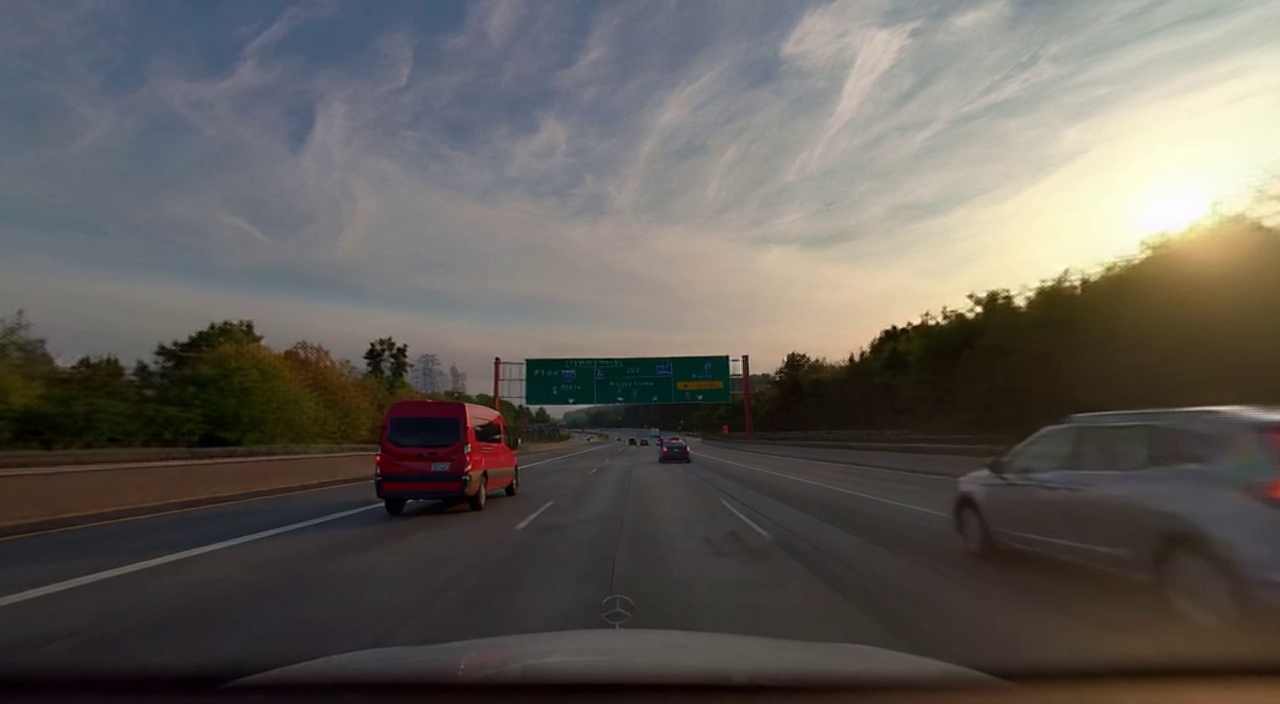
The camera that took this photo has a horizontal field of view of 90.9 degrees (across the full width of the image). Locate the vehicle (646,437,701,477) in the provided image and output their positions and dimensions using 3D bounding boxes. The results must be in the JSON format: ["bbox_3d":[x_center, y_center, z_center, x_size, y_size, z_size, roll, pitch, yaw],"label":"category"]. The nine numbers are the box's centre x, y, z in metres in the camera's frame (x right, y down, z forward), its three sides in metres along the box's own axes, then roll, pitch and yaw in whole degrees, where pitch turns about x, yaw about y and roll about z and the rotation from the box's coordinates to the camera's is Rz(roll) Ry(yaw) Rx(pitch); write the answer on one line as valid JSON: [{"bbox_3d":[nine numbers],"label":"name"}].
[{"bbox_3d":[1.262,4.148,25.381,2.020,1.464,3.803,0,-8,0],"label":"vehicle"}]

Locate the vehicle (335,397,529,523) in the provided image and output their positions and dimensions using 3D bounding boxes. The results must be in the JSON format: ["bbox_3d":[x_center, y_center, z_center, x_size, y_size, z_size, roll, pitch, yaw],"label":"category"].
[{"bbox_3d":[-3.884,2.113,12.986,2.275,2.053,5.082,0,-8,-1],"label":"vehicle"}]

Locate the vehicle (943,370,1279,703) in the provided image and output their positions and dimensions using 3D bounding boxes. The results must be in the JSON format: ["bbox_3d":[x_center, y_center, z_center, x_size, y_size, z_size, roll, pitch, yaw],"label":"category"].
[{"bbox_3d":[4.128,1.050,4.112,1.996,1.638,4.496,0,-8,-1],"label":"vehicle"}]
